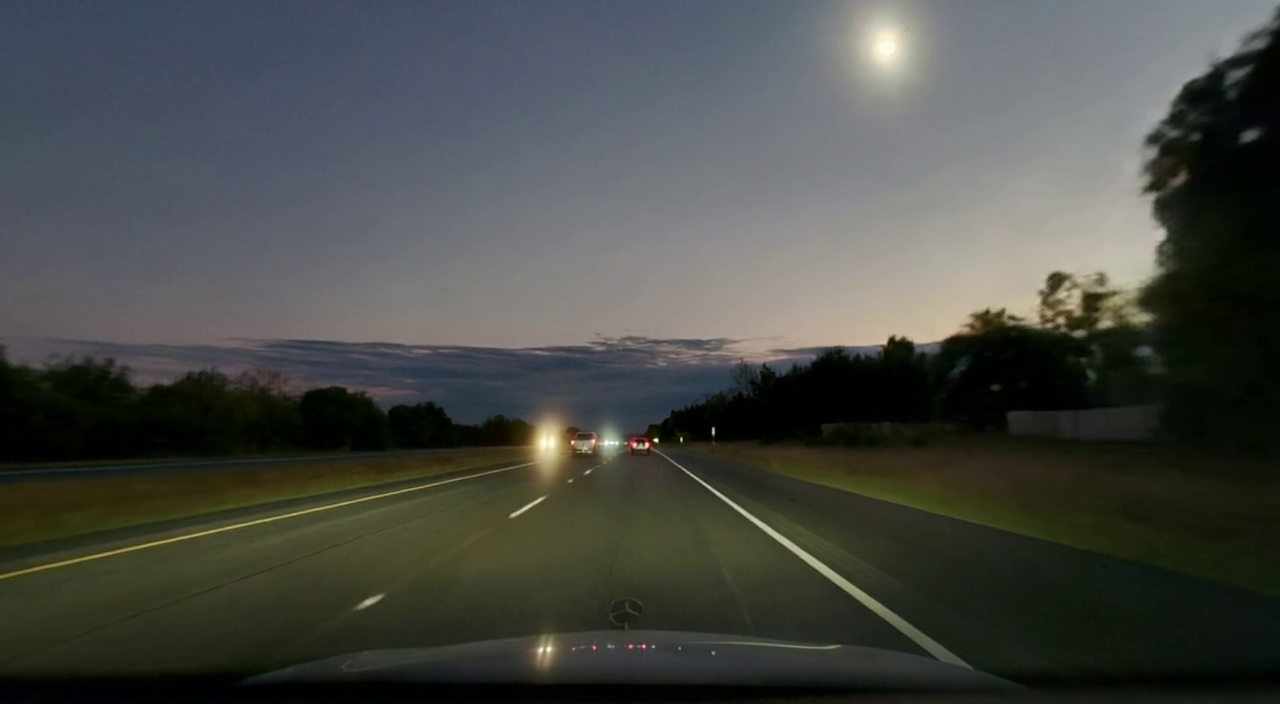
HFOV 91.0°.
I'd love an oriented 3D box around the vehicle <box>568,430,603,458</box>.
[{"bbox_3d":[-4.072,7.015,48.050,2.241,2.034,4.890,0,-8,0],"label":"vehicle"}]
